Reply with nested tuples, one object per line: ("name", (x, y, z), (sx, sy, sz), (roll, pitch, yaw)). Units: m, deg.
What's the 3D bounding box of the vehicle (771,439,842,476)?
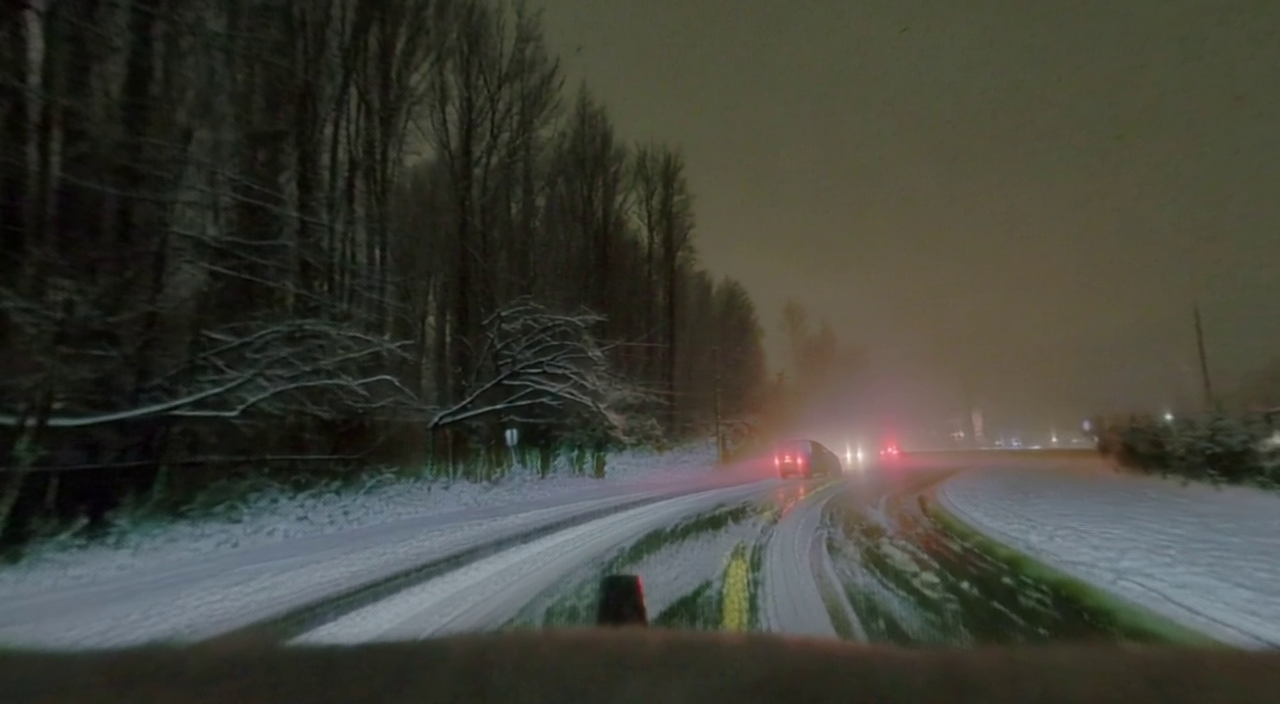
("vehicle", (8.998, 5.624, 33.698), (1.988, 1.789, 4.257), (-6, -11, 40))
